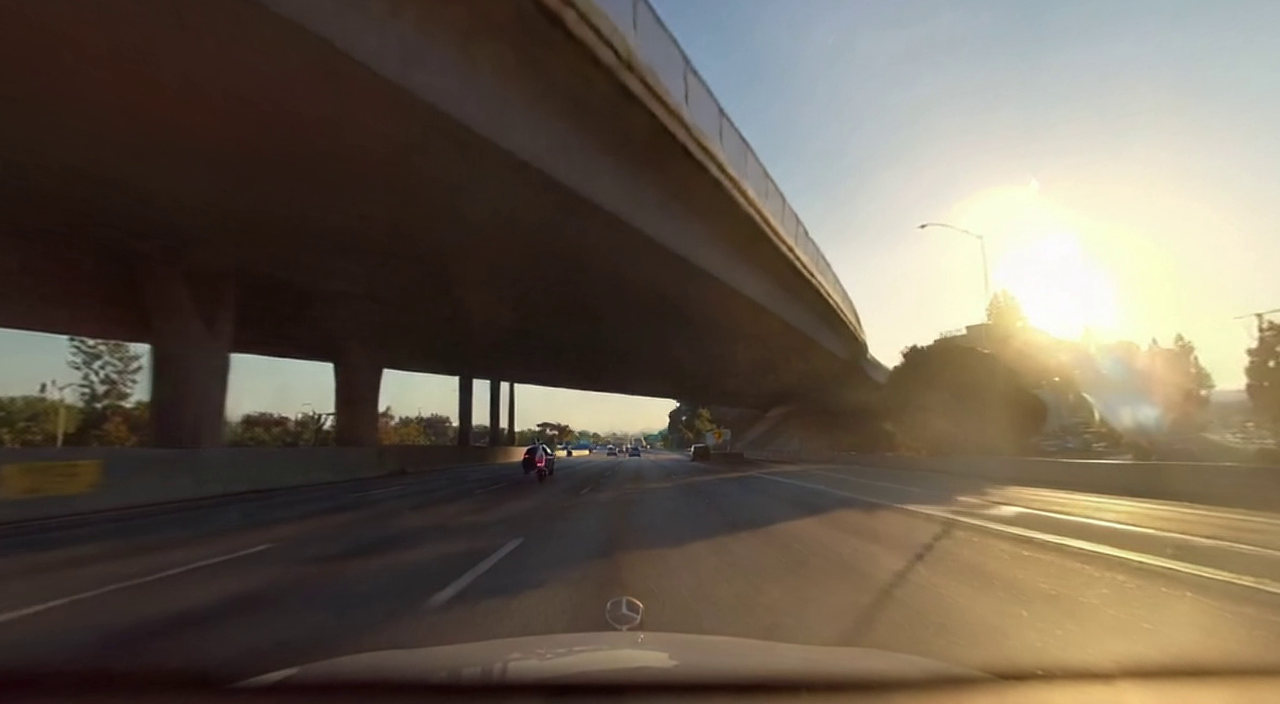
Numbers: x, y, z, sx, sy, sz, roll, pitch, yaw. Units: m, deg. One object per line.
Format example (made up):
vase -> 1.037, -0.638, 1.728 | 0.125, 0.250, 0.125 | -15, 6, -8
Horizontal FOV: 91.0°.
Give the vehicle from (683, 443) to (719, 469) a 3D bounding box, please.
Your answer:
vehicle -> 4.177, 7.206, 43.663 | 2.047, 1.662, 4.243 | 0, -9, -1
